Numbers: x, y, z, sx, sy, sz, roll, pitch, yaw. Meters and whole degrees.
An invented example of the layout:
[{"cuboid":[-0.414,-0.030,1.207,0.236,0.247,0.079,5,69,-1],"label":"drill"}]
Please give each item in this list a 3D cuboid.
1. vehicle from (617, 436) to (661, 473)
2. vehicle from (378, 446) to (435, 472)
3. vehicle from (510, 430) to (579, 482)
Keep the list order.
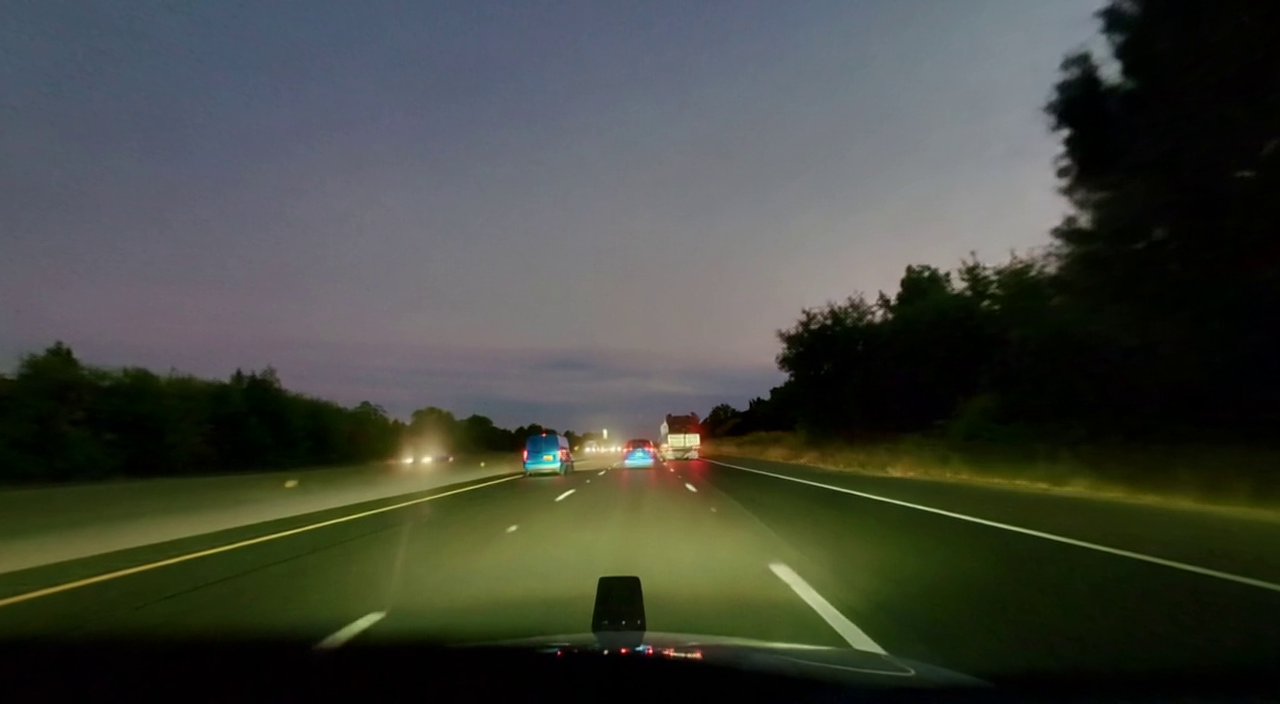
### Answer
[{"cuboid":[-0.055,5.519,33.975,2.209,1.825,4.036,-1,-9,0],"label":"vehicle"},{"cuboid":[-14.885,6.828,40.454,1.896,1.515,4.601,-1,-8,0],"label":"vehicle"},{"cuboid":[-3.939,4.413,27.006,2.167,1.991,5.062,0,-9,0],"label":"vehicle"}]
